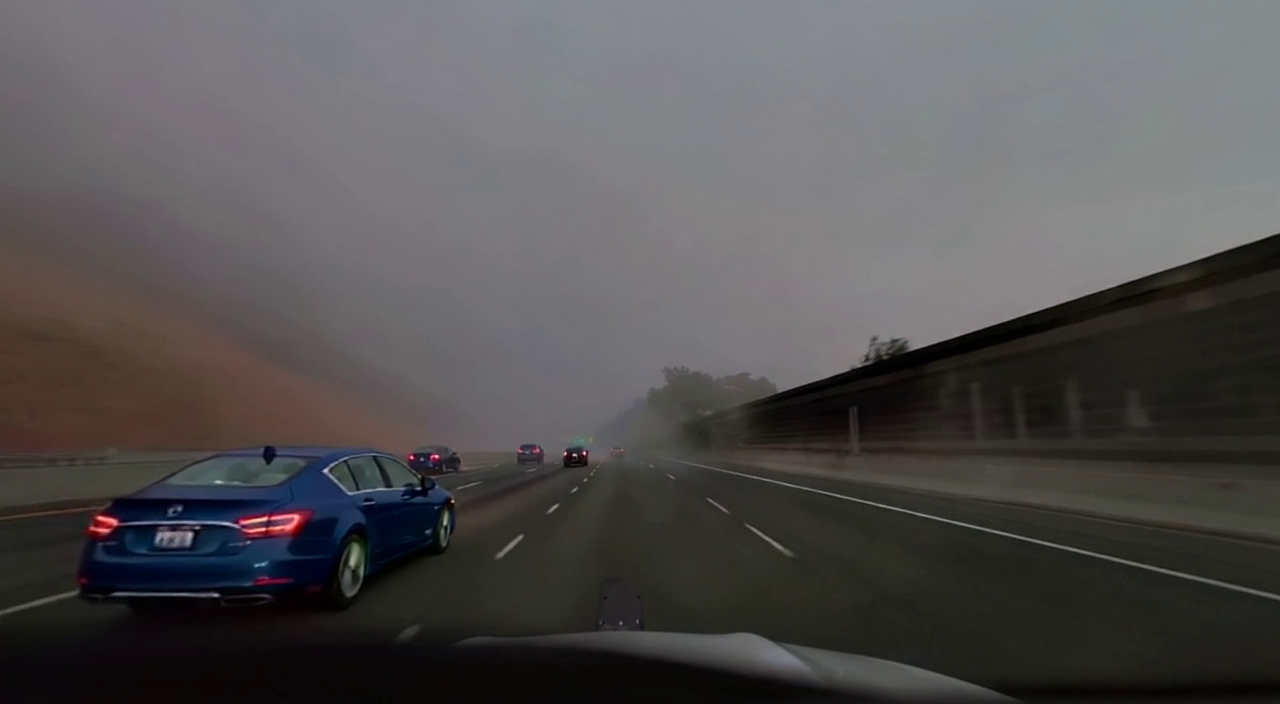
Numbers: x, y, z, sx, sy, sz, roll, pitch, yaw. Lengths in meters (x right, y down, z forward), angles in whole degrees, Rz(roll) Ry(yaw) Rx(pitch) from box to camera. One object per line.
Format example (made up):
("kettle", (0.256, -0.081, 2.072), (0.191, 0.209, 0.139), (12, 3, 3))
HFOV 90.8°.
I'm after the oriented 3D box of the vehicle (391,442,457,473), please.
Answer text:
("vehicle", (-11.270, 5.528, 33.343), (1.949, 1.475, 4.740), (0, -9, -1))
